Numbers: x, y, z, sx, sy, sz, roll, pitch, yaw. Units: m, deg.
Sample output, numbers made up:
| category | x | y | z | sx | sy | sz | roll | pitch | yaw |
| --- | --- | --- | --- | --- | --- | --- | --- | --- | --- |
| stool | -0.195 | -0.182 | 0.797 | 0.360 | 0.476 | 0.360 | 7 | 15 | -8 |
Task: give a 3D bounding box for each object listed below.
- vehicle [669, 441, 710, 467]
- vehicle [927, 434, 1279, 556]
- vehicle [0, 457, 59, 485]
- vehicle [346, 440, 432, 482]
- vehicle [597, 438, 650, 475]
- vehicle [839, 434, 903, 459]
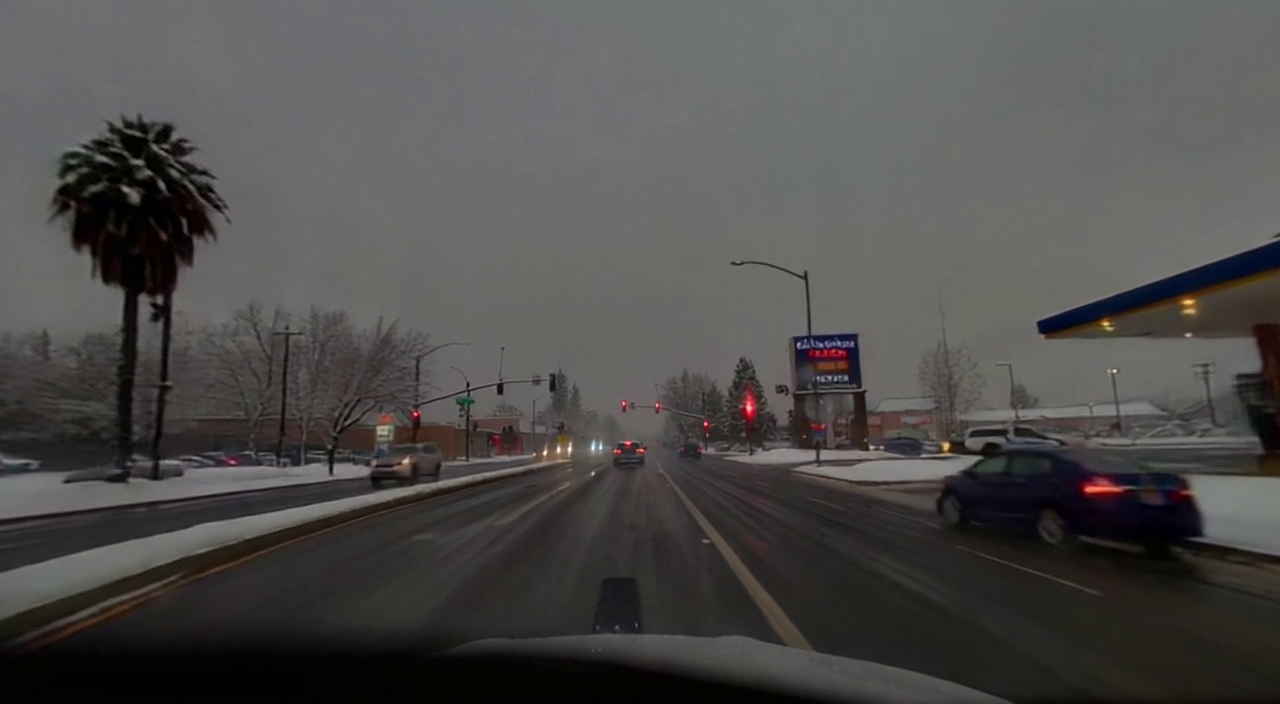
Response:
| category | x | y | z | sx | sy | sz | roll | pitch | yaw |
| --- | --- | --- | --- | --- | --- | --- | --- | --- | --- |
| vehicle | 2.958 | 6.186 | 38.612 | 2.060 | 1.471 | 4.168 | 0 | -8 | -1 |
| vehicle | 6.780 | 2.112 | 10.213 | 1.922 | 1.461 | 4.868 | 0 | -8 | -1 |
| vehicle | -35.487 | 6.630 | 35.250 | 4.313 | 1.462 | 1.821 | 0 | -8 | -2 |
| vehicle | -11.698 | 5.088 | 29.902 | 2.098 | 1.766 | 4.787 | 0 | -8 | 0 |
| vehicle | -0.707 | 4.625 | 28.199 | 2.160 | 1.508 | 4.319 | 0 | -8 | -1 |
| vehicle | 14.694 | 5.988 | 40.138 | 4.580 | 1.479 | 1.985 | 8 | -12 | -44 |
